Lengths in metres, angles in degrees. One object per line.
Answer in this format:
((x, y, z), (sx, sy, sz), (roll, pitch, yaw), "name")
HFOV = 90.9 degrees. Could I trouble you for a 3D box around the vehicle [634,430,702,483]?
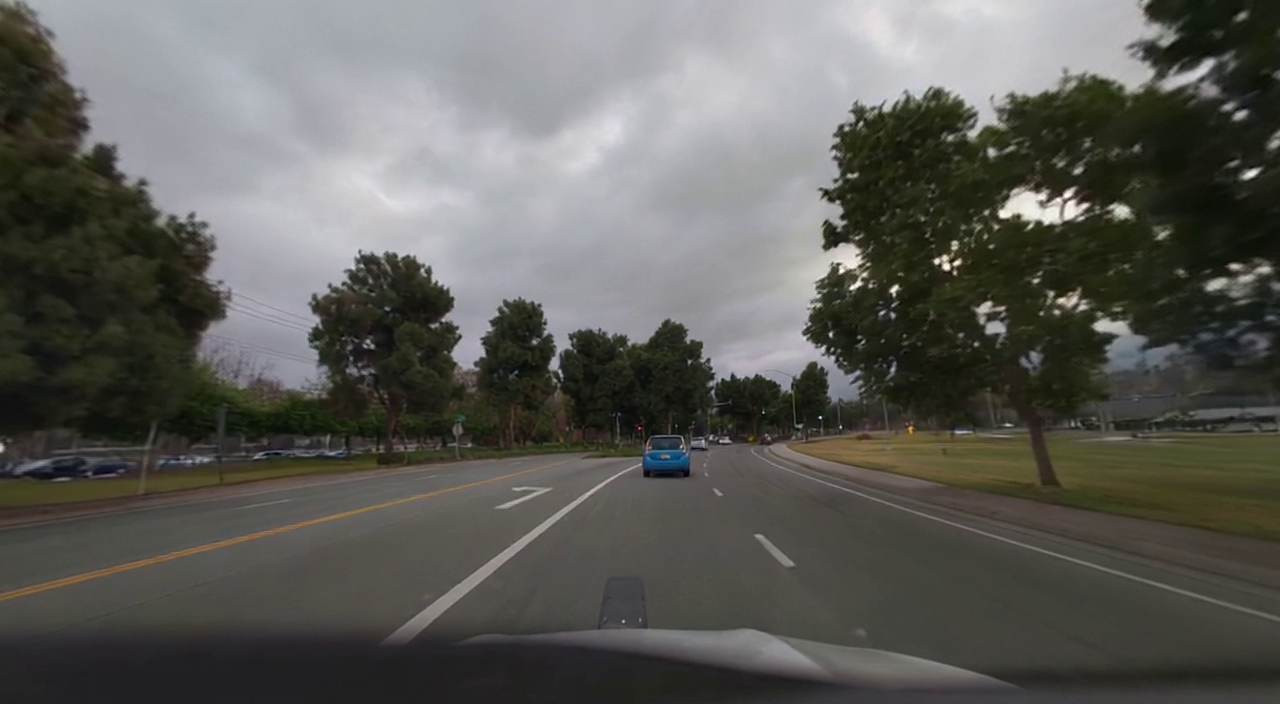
((0.963, 3.360, 20.580), (2.010, 1.535, 3.735), (-1, -8, 4), "vehicle")
